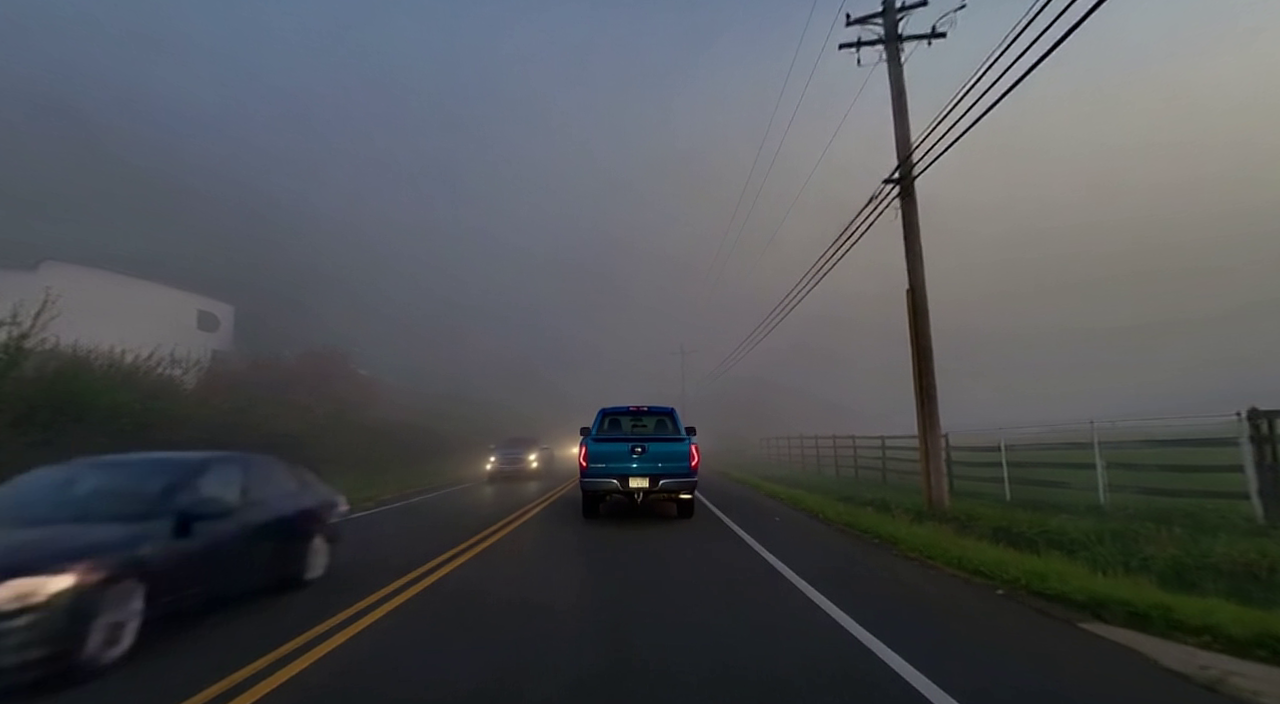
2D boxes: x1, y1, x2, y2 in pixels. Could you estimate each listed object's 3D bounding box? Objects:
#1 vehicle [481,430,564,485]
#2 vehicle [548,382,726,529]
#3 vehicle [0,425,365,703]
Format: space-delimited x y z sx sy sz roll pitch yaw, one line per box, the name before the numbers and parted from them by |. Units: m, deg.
vehicle | -4.220 3.876 23.511 2.193 1.805 4.657 0 -8 0
vehicle | -0.091 2.012 12.651 2.693 2.223 5.885 0 -8 -1
vehicle | -4.071 1.361 4.844 1.974 1.455 4.289 0 -8 0
